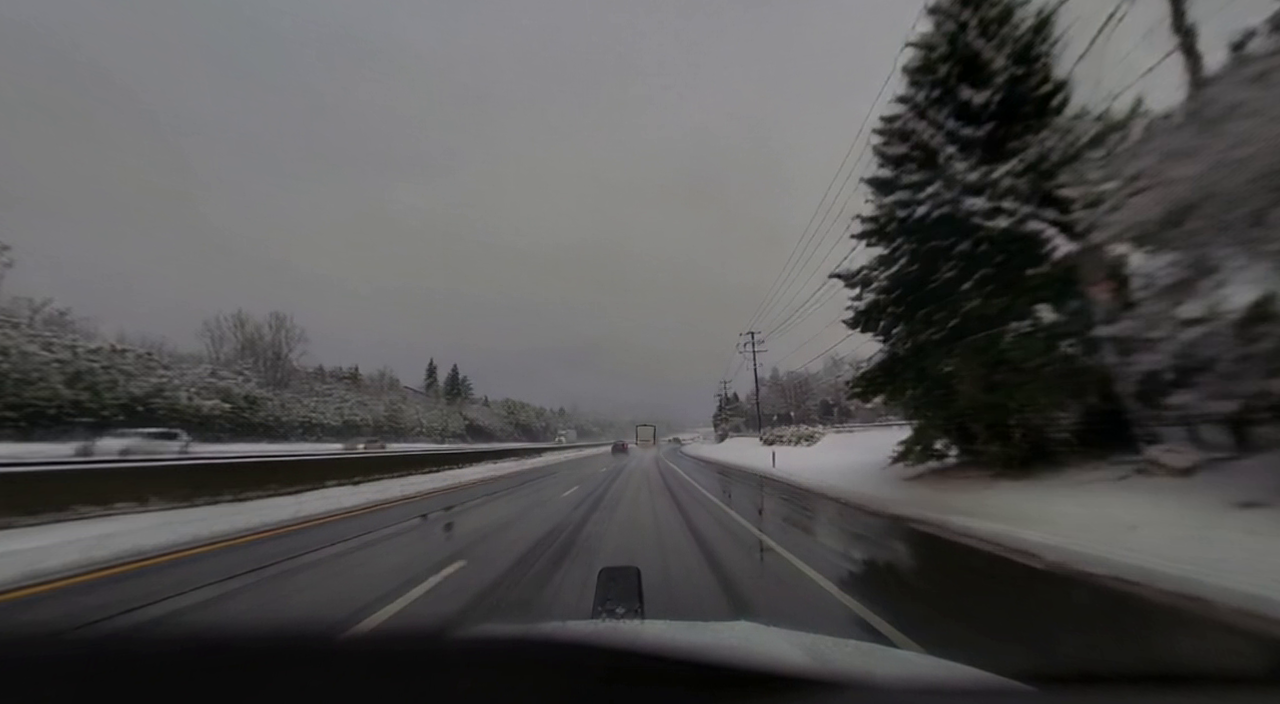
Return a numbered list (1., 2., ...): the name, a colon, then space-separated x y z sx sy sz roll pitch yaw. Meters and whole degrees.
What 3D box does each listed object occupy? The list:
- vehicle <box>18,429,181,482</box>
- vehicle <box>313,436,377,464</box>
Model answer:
1. vehicle: -20.837 4.034 24.649 2.091 1.842 4.710 0 -9 1
2. vehicle: -21.066 7.015 45.269 2.120 1.865 4.831 0 -9 1
